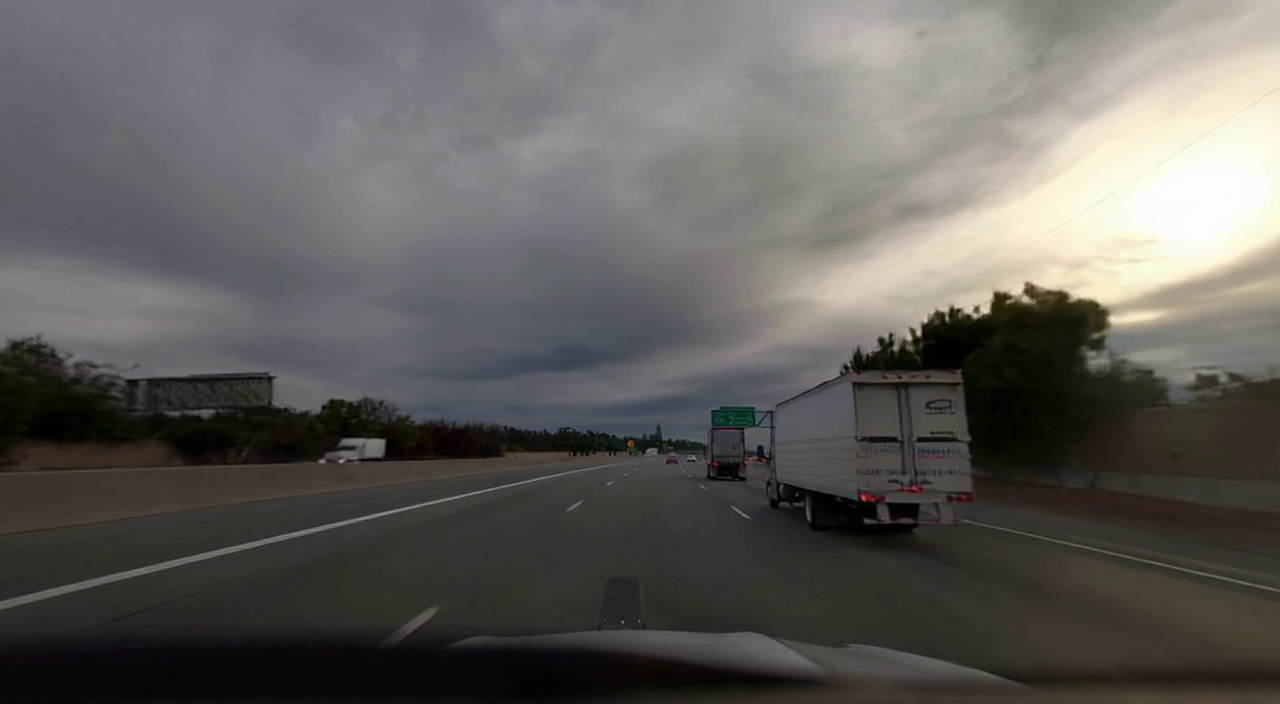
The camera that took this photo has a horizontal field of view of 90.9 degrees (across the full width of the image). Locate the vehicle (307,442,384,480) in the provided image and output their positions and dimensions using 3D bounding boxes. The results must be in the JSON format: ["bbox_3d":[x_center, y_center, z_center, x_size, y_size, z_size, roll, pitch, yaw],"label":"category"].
[{"bbox_3d":[-17.709,6.569,38.237,2.080,2.108,4.885,-1,-9,3],"label":"vehicle"}]
